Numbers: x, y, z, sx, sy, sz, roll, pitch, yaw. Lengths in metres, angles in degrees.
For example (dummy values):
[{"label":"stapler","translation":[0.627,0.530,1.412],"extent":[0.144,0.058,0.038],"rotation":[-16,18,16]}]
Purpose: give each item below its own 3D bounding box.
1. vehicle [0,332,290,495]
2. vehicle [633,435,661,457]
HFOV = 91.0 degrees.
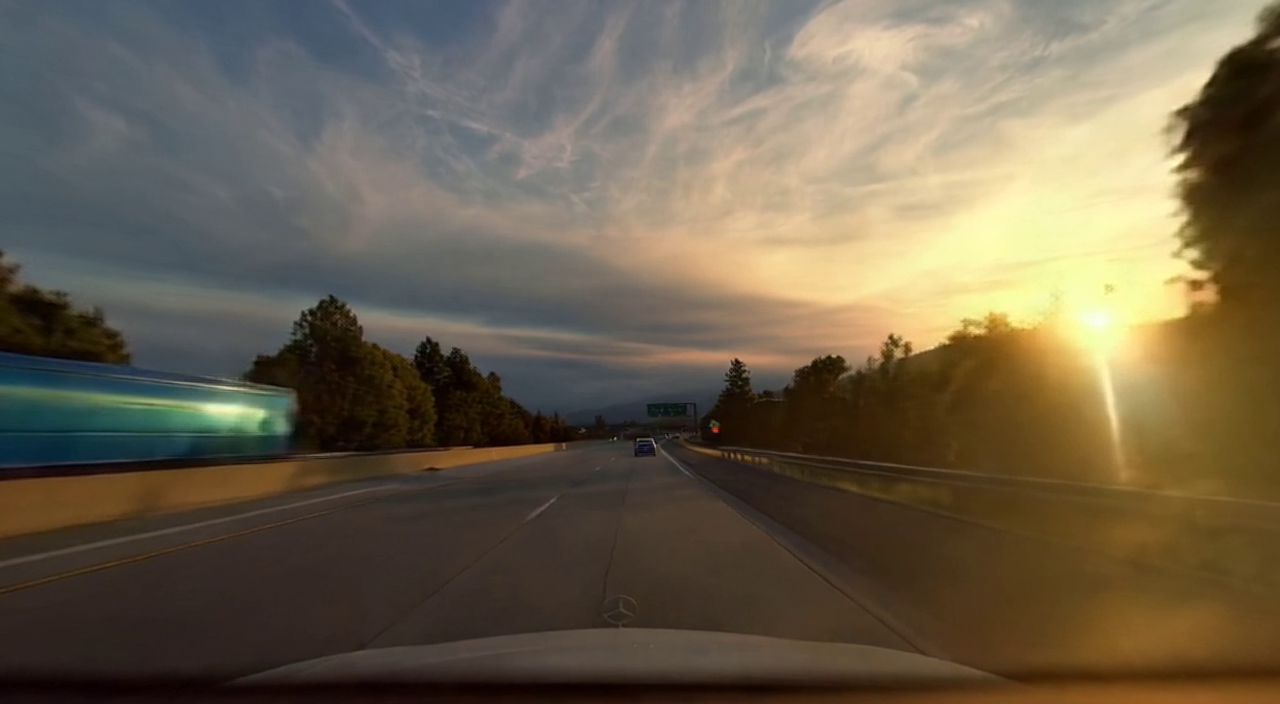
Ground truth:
[{"label":"vehicle","translation":[-16.341,2.191,19.824],"extent":[2.852,3.779,13.435],"rotation":[0,-8,0]},{"label":"vehicle","translation":[0.546,7.265,48.757],"extent":[2.058,1.649,3.942],"rotation":[0,-8,0]}]
